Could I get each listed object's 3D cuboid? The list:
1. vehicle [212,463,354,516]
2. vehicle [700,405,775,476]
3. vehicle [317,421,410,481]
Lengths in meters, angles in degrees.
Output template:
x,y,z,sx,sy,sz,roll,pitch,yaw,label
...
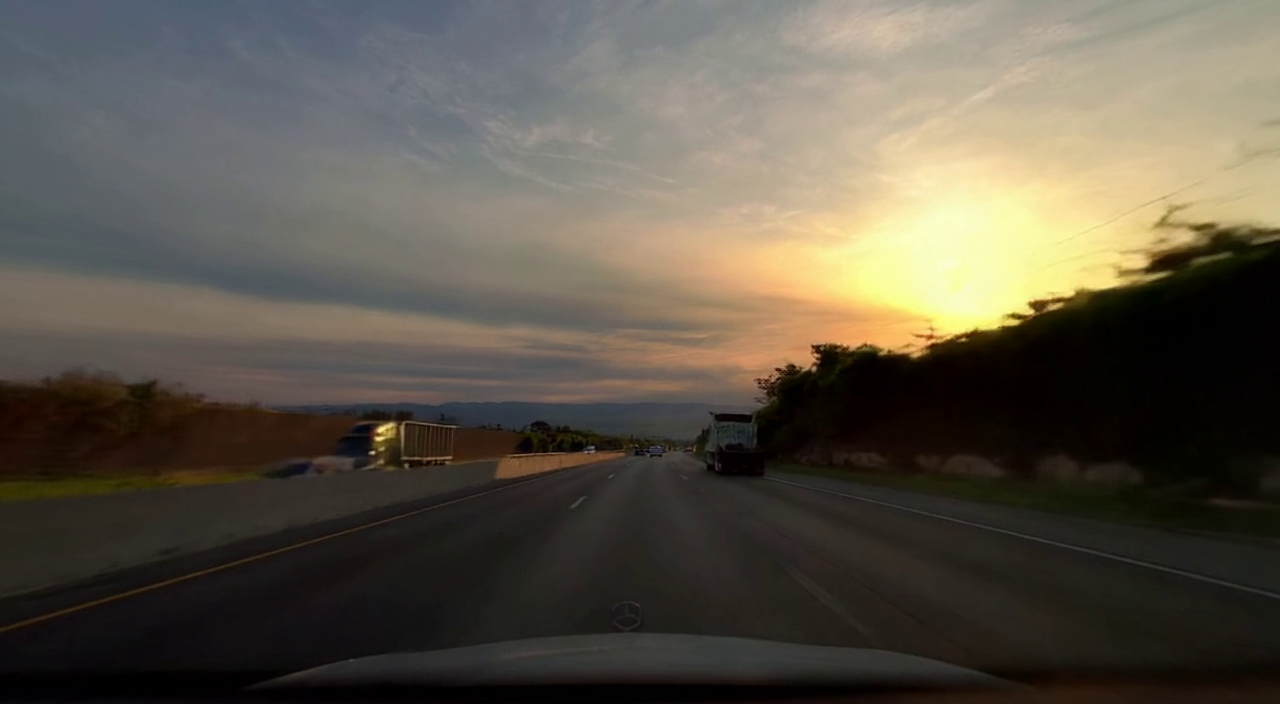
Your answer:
x,y,z,sx,sy,sz,roll,pitch,yaw,label
-11.096,4.276,20.045,1.835,1.417,4.391,-1,-9,2,vehicle
4.994,4.815,33.924,2.771,3.313,8.121,0,-9,1,vehicle
-18.645,6.677,43.102,3.109,3.752,6.885,0,-8,1,vehicle
